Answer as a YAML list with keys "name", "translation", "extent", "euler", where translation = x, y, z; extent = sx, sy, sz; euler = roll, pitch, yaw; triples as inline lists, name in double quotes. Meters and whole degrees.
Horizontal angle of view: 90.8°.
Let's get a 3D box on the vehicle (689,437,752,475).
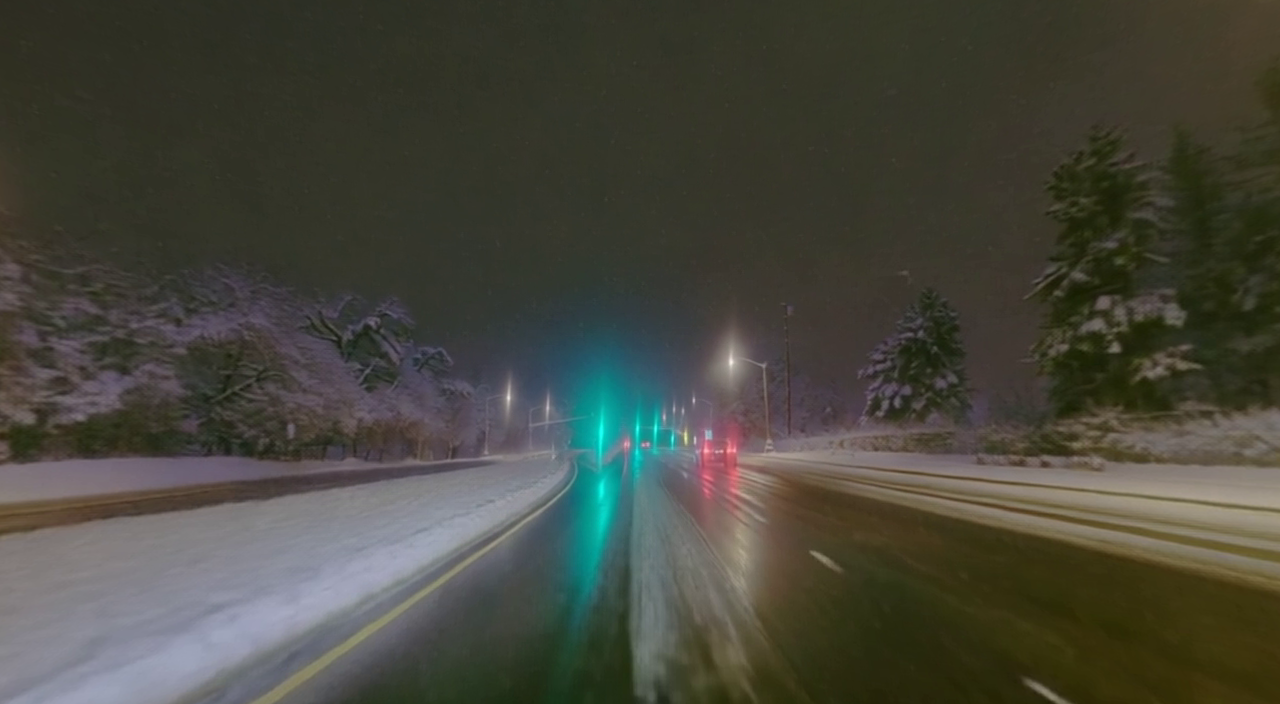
- name: "vehicle"
  translation: [3.323, 4.386, 26.948]
  extent: [1.948, 1.479, 4.620]
  euler: [1, -8, -1]
